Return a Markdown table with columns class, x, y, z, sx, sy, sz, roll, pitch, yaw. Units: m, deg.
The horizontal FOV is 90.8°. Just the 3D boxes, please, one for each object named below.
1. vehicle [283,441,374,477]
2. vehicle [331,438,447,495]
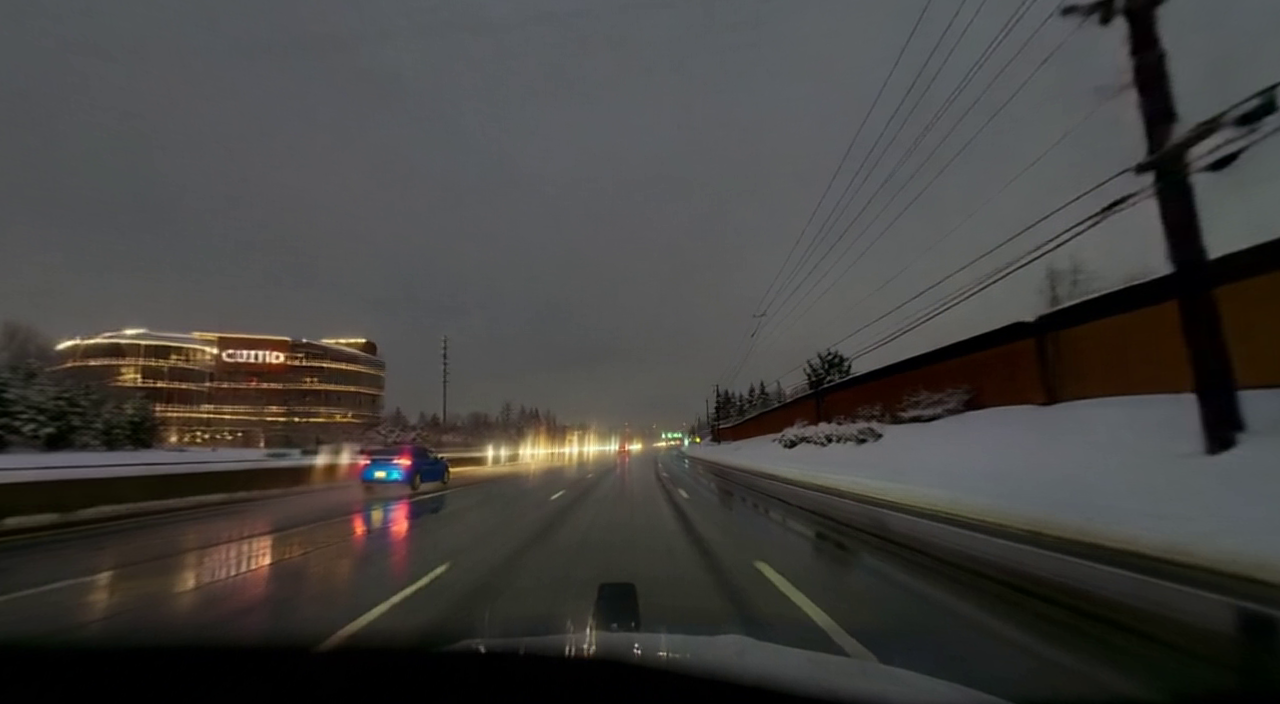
| class | x | y | z | sx | sy | sz | roll | pitch | yaw |
| --- | --- | --- | --- | --- | --- | --- | --- | --- | --- |
| vehicle | -14.374 | 4.942 | 29.484 | 1.944 | 1.560 | 4.445 | 0 | -8 | 1 |
| vehicle | -7.711 | 3.536 | 19.897 | 2.013 | 1.574 | 3.923 | 0 | -8 | 0 |
